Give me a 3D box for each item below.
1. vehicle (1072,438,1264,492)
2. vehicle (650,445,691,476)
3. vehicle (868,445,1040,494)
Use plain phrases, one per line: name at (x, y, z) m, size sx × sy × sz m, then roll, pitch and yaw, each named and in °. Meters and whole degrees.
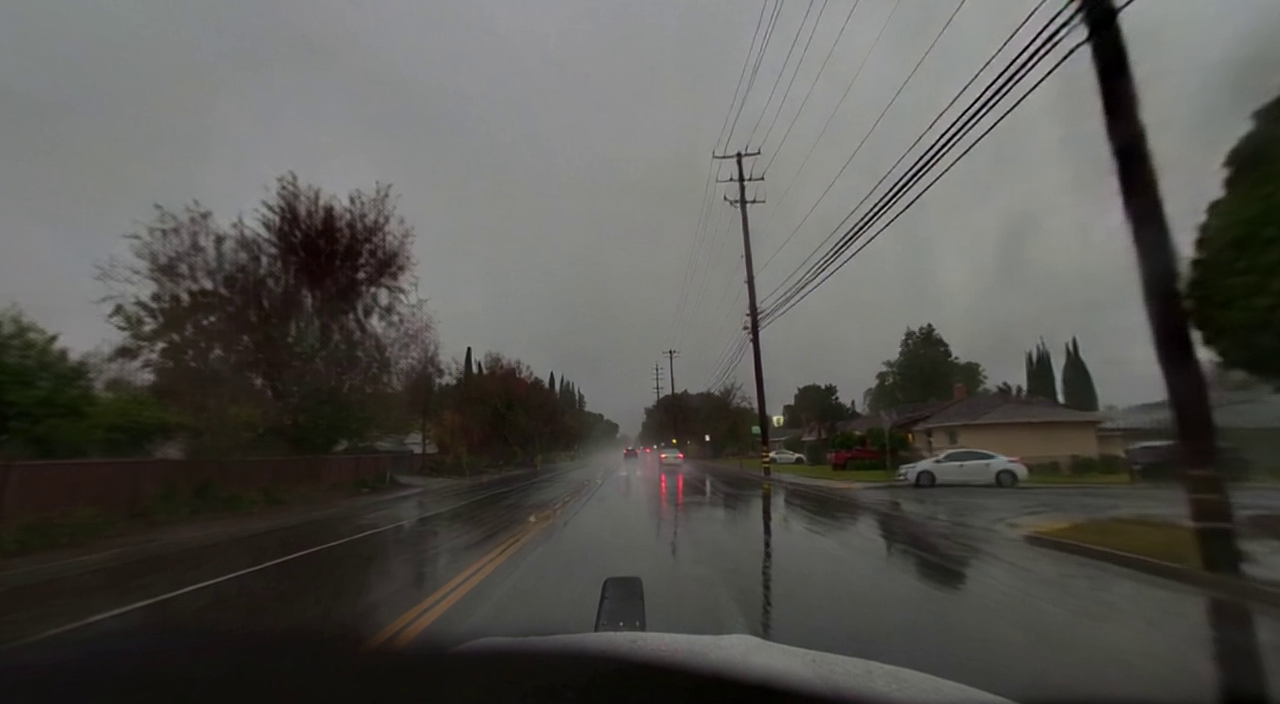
vehicle at (17.524, 3.743, 21.158) m, size 4.566 × 1.691 × 1.996 m, roll 0°, pitch -9°, yaw 0°
vehicle at (1.518, 5.599, 32.722) m, size 1.975 × 1.497 × 3.647 m, roll 0°, pitch -9°, yaw 0°
vehicle at (10.085, 3.780, 20.549) m, size 4.511 × 1.473 × 1.962 m, roll 0°, pitch -8°, yaw -2°
